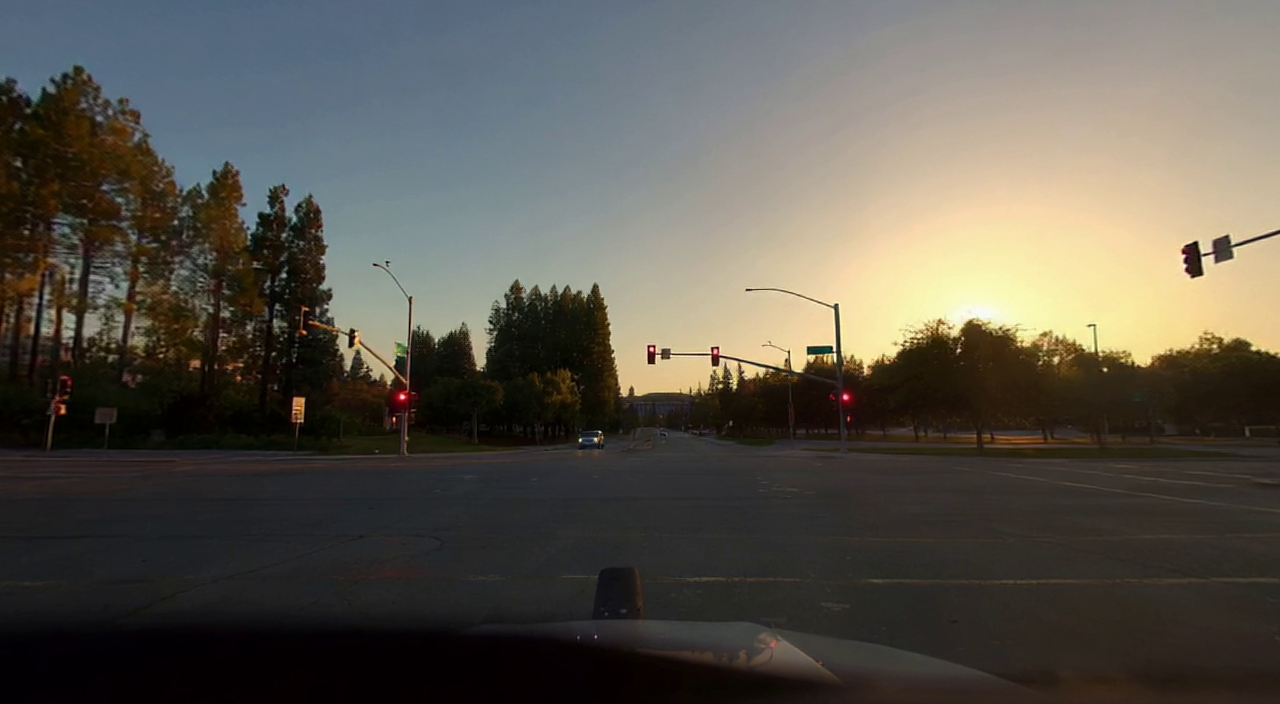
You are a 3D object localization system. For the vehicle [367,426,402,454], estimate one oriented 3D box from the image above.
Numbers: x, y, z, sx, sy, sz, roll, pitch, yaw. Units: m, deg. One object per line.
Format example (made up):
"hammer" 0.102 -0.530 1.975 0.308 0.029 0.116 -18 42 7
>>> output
"vehicle" -19.913 6.860 48.902 1.873 2.079 2.879 5 -10 -33
